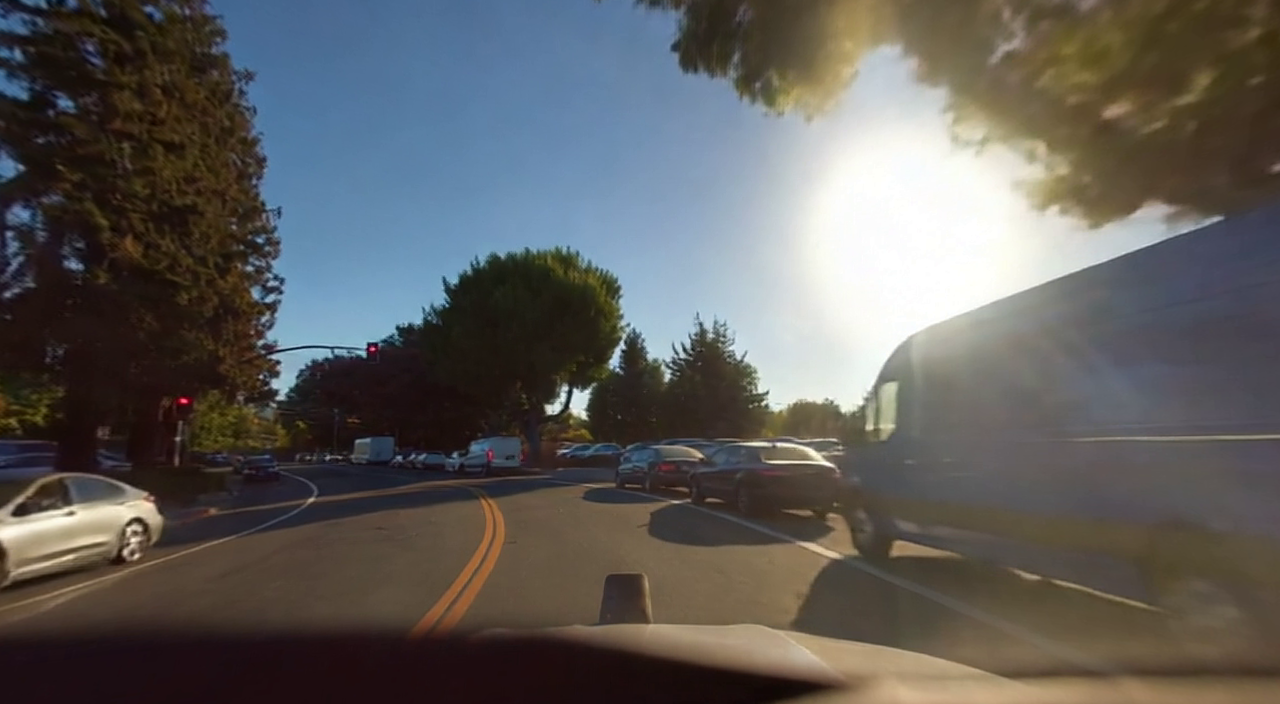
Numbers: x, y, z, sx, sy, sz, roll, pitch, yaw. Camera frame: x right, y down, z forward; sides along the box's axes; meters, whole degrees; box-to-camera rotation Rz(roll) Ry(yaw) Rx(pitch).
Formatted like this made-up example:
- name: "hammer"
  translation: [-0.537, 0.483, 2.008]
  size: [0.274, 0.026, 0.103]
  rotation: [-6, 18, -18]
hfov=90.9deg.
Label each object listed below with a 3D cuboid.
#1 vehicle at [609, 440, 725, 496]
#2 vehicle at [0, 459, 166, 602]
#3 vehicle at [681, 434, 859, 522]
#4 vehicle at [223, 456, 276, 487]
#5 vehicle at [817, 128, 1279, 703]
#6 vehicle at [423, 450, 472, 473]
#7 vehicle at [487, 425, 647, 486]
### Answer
- name: "vehicle"
  translation: [0.653, 3.473, 19.308]
  size: [1.957, 1.479, 4.554]
  rotation: [3, -9, -20]
- name: "vehicle"
  translation: [-8.102, 2.108, 7.744]
  size: [1.985, 1.485, 3.820]
  rotation: [1, -9, -9]
- name: "vehicle"
  translation: [2.411, 2.498, 13.143]
  size: [1.961, 1.456, 4.569]
  rotation: [1, -9, -11]
- name: "vehicle"
  translation: [-21.367, 6.460, 34.386]
  size: [1.950, 1.489, 4.214]
  rotation: [5, -10, -37]
- name: "vehicle"
  translation: [3.960, 0.643, 5.120]
  size: [2.406, 2.689, 6.916]
  rotation: [0, -9, -5]
- name: "vehicle"
  translation: [-12.977, 7.328, 42.327]
  size: [1.804, 1.453, 4.462]
  rotation: [6, -10, -35]
- name: "vehicle"
  translation: [-3.790, 4.670, 28.630]
  size: [3.041, 2.164, 10.370]
  rotation: [3, -10, -32]
